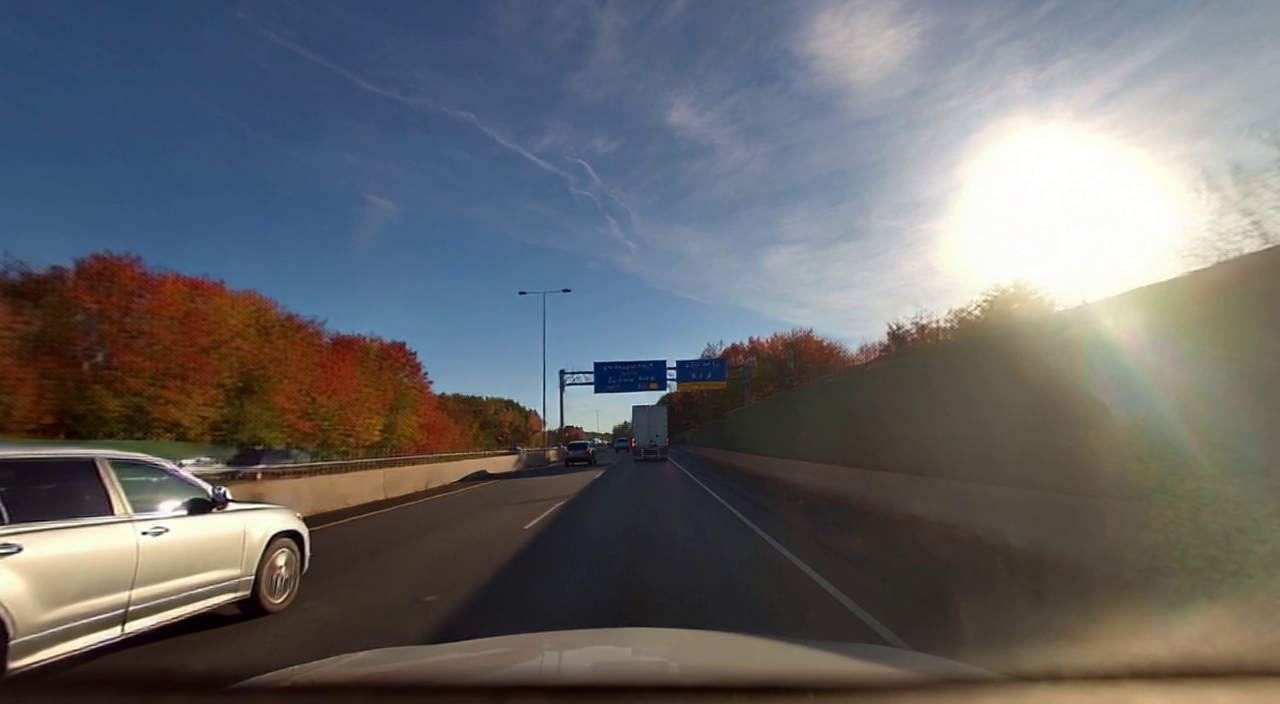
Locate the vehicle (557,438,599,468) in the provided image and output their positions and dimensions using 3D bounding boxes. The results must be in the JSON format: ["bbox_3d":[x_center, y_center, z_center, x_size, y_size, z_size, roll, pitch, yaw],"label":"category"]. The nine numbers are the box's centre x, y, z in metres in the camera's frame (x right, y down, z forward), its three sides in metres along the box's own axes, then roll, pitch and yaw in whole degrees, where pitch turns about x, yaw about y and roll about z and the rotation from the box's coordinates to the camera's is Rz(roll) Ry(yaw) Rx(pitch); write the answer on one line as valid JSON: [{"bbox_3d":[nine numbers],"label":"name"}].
[{"bbox_3d":[-3.333,5.504,34.509,1.927,1.556,3.921,0,-8,0],"label":"vehicle"}]

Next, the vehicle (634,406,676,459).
[{"bbox_3d":[1.144,6.324,48.928,2.933,3.701,10.425,0,-8,1],"label":"vehicle"}]

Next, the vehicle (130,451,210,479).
[{"bbox_3d":[-25.619,6.140,34.452,1.684,1.399,3.535,0,-8,-1],"label":"vehicle"}]
